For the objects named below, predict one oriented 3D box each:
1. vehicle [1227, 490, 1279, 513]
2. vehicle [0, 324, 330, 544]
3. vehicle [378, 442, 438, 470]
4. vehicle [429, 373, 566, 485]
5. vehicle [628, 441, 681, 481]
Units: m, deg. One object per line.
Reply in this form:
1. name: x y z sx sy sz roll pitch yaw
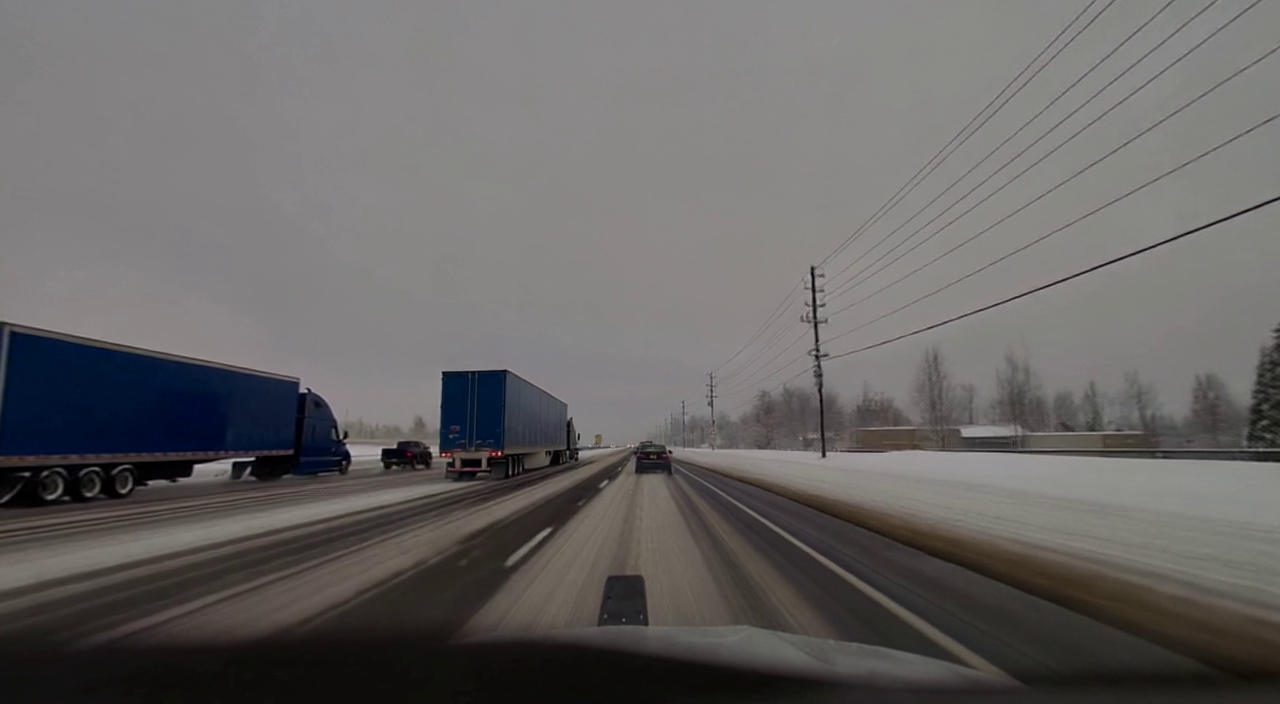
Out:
1. vehicle: 49.772 11.859 49.924 4.441 1.614 1.955 0 -9 2
2. vehicle: -10.588 1.850 13.529 2.896 3.140 9.491 0 -9 1
3. vehicle: -14.365 6.463 39.380 1.938 1.679 4.469 0 -9 1
4. vehicle: -6.088 3.942 30.778 2.907 4.081 15.311 0 -9 1
5. vehicle: 0.567 4.551 26.630 2.055 1.514 4.323 0 -9 0
